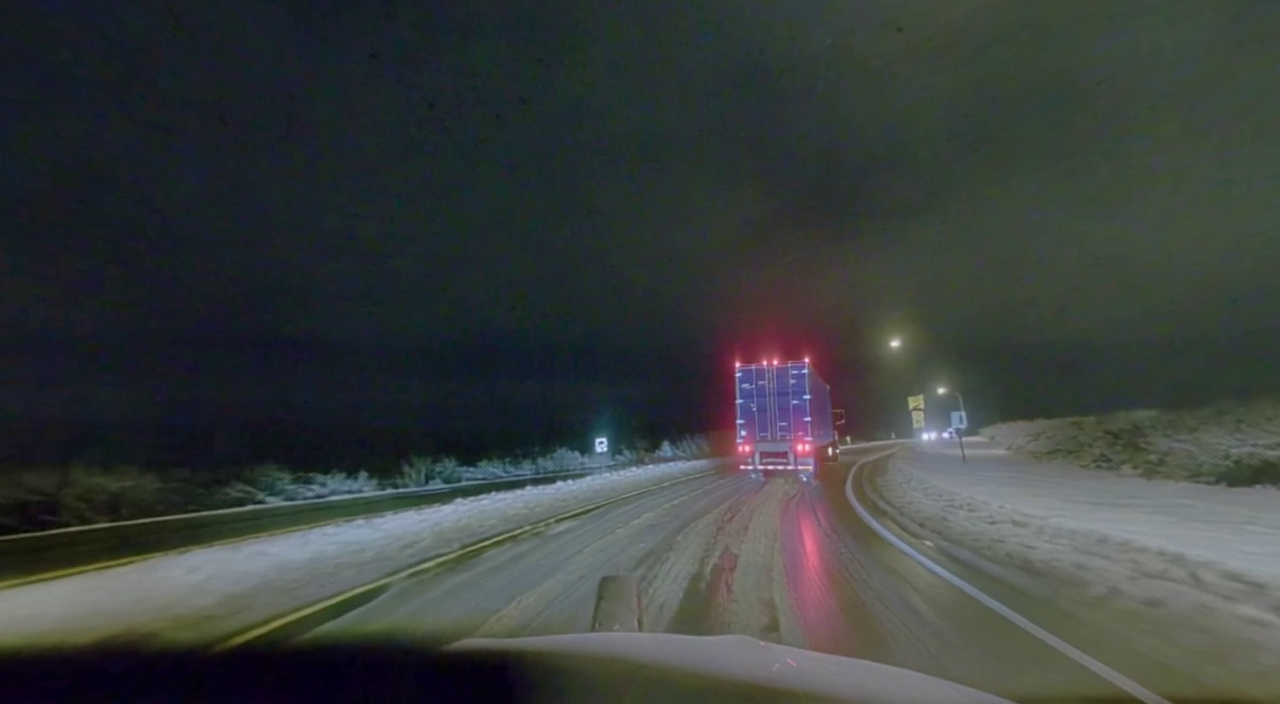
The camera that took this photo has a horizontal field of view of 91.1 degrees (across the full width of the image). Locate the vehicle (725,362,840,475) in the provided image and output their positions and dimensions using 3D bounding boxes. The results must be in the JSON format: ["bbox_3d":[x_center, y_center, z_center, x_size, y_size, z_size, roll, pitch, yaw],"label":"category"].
[{"bbox_3d":[6.275,2.920,26.064,2.837,3.712,10.484,-3,-9,22],"label":"vehicle"}]
